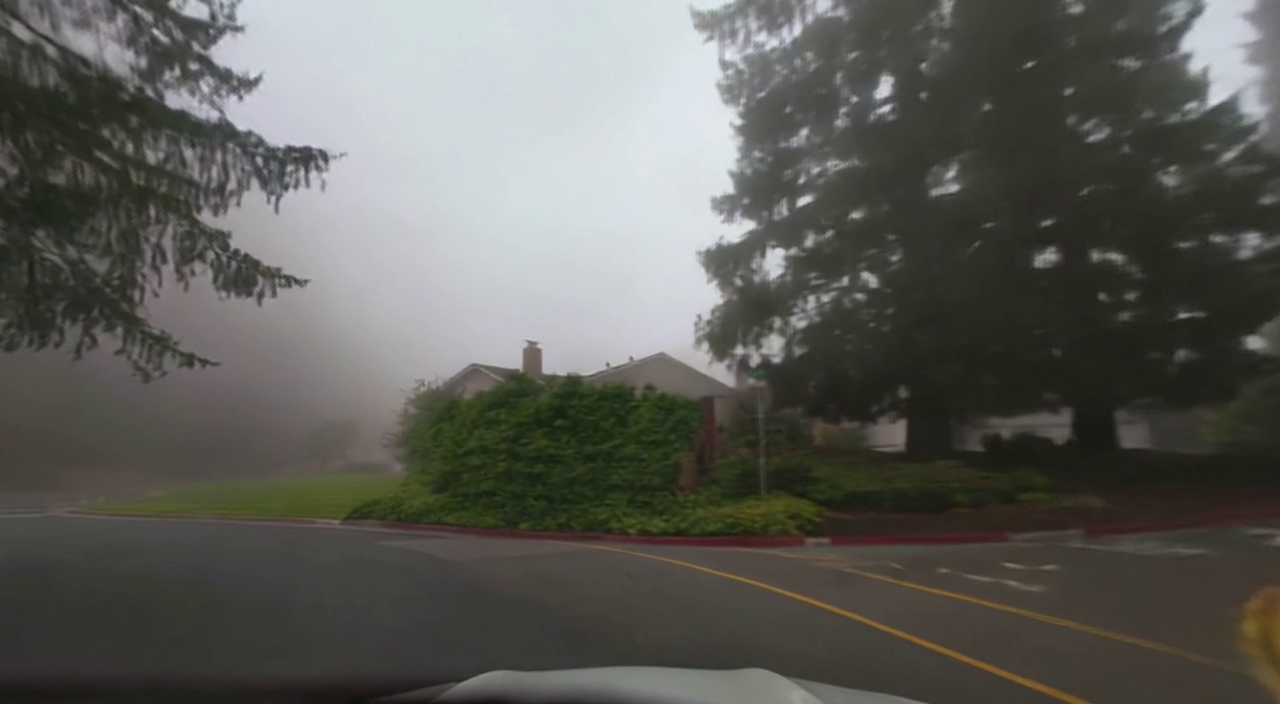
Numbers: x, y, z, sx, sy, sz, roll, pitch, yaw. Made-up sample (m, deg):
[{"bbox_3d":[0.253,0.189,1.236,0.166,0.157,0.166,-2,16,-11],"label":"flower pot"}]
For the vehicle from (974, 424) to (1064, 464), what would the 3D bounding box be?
[{"bbox_3d":[15.958,3.919,26.759,1.802,1.548,3.501,-1,-9,5],"label":"vehicle"}]
